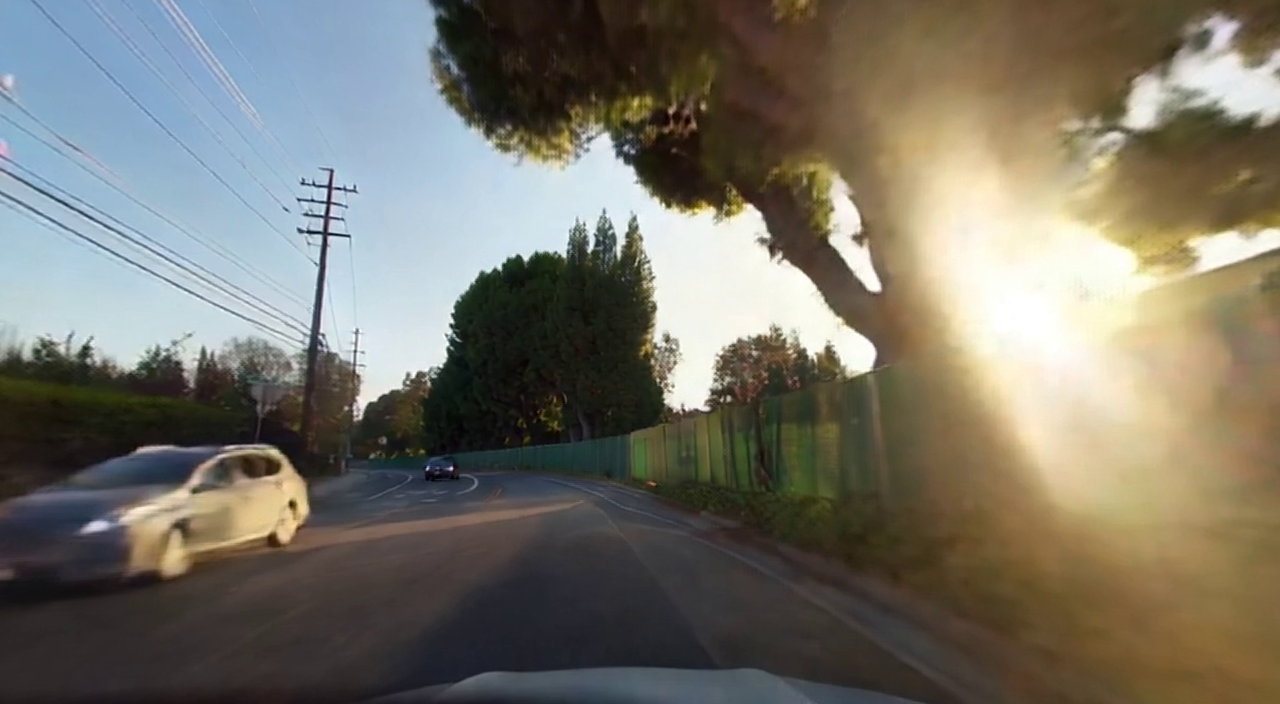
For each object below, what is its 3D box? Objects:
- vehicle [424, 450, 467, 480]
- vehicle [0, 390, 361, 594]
[{"bbox_3d":[-10.596,6.106,34.392,2.034,1.479,4.521,3,-9,-17],"label":"vehicle"},{"bbox_3d":[-5.534,1.625,8.103,2.185,1.901,4.177,0,-9,-4],"label":"vehicle"}]
